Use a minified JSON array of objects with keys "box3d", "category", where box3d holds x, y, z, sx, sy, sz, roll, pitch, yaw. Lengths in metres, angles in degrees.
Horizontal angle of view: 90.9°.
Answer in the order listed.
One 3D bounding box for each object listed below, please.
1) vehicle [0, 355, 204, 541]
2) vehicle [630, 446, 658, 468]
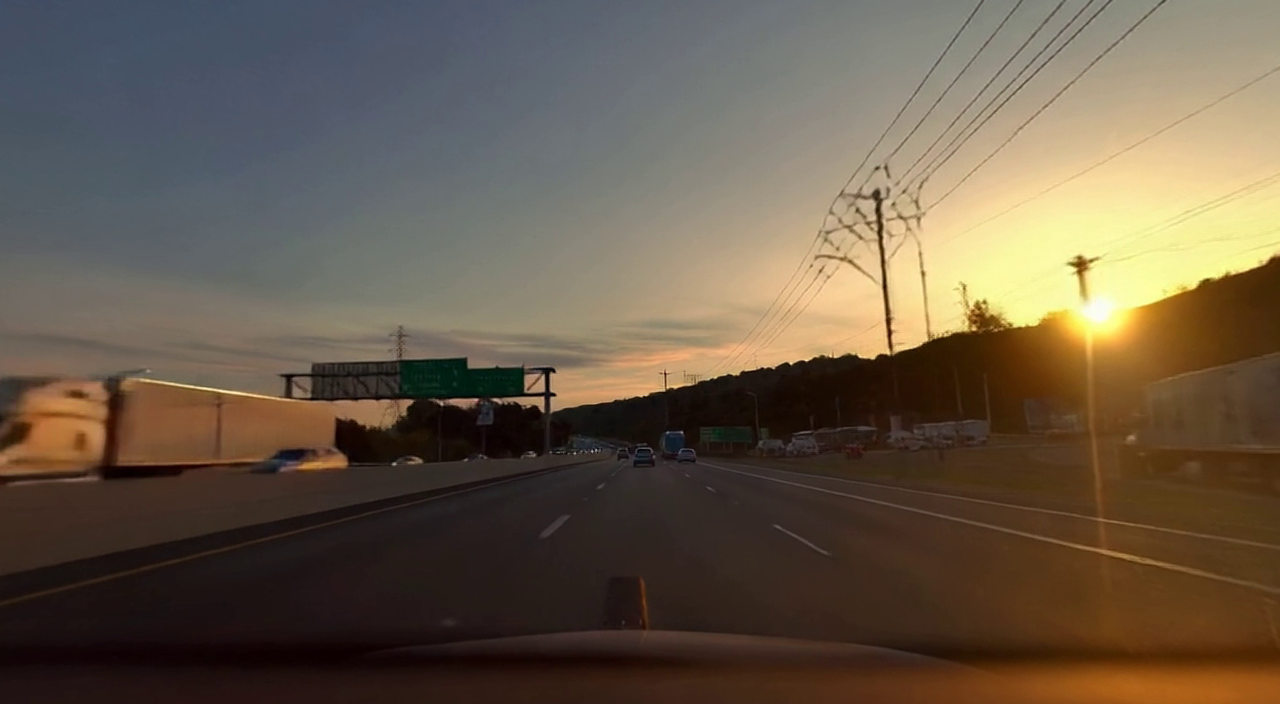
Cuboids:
[{"box3d":[-15.513,2.563,16.796,2.996,4.046,6.372,0,-9,0],"category":"vehicle"},{"box3d":[0.323,8.017,48.220,2.111,1.599,3.859,0,-9,1],"category":"vehicle"}]
